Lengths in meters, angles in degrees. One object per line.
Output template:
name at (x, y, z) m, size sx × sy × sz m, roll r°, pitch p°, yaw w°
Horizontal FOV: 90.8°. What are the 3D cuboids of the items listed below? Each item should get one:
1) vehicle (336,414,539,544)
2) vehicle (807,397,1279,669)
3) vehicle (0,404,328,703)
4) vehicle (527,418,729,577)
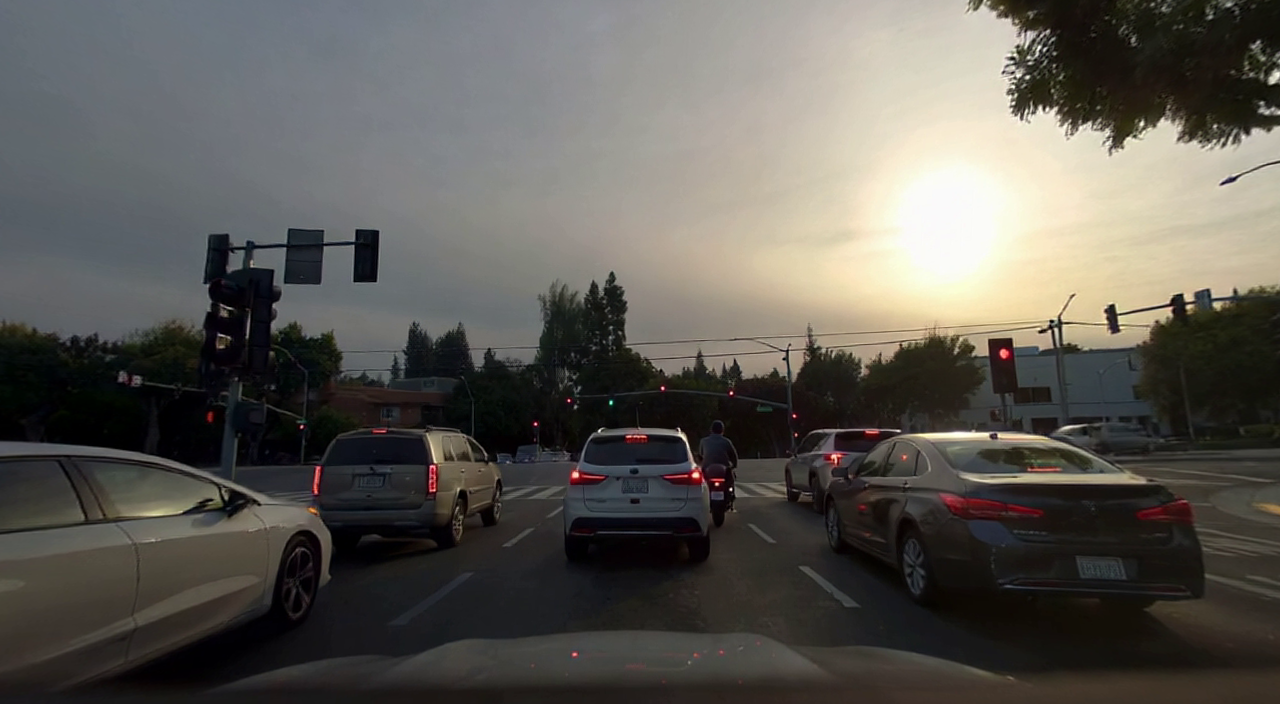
vehicle at (-3.217, 2.119, 11.164) m, size 2.048 × 1.805 × 4.405 m, roll 0°, pitch -8°, yaw 1°
vehicle at (3.236, 1.443, 6.194) m, size 2.006 × 1.659 × 4.462 m, roll 0°, pitch -8°, yaw 1°
vehicle at (-3.345, 0.950, 2.369) m, size 1.863 × 1.495 × 4.667 m, roll 0°, pitch -8°, yaw 2°
vehicle at (-0.094, 1.802, 8.553) m, size 2.106 × 1.655 × 3.717 m, roll 0°, pitch -8°, yaw 1°
